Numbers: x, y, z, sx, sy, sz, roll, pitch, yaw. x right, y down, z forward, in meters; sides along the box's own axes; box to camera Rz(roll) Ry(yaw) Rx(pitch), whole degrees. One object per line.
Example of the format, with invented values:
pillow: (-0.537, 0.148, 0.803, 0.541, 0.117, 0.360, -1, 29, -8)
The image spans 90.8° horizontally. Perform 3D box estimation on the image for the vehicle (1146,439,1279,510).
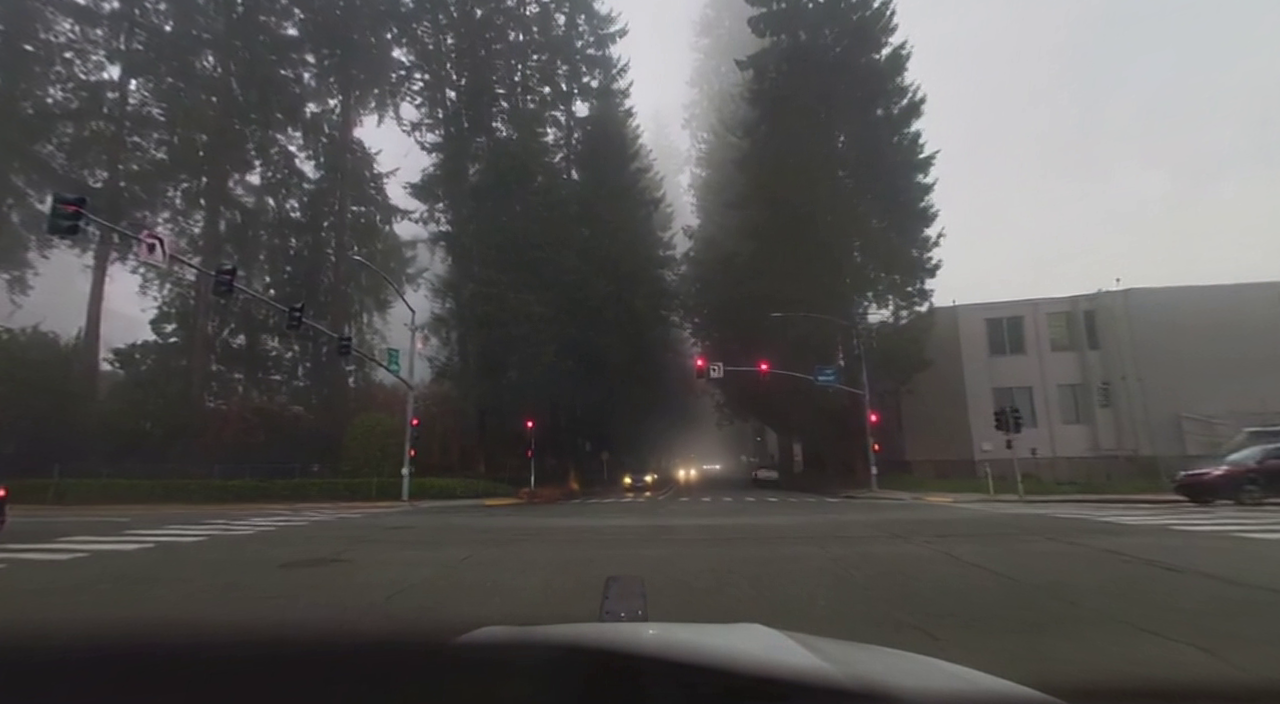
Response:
vehicle: (18.687, 3.537, 18.573, 5.220, 1.897, 2.596, -1, -8, 7)
